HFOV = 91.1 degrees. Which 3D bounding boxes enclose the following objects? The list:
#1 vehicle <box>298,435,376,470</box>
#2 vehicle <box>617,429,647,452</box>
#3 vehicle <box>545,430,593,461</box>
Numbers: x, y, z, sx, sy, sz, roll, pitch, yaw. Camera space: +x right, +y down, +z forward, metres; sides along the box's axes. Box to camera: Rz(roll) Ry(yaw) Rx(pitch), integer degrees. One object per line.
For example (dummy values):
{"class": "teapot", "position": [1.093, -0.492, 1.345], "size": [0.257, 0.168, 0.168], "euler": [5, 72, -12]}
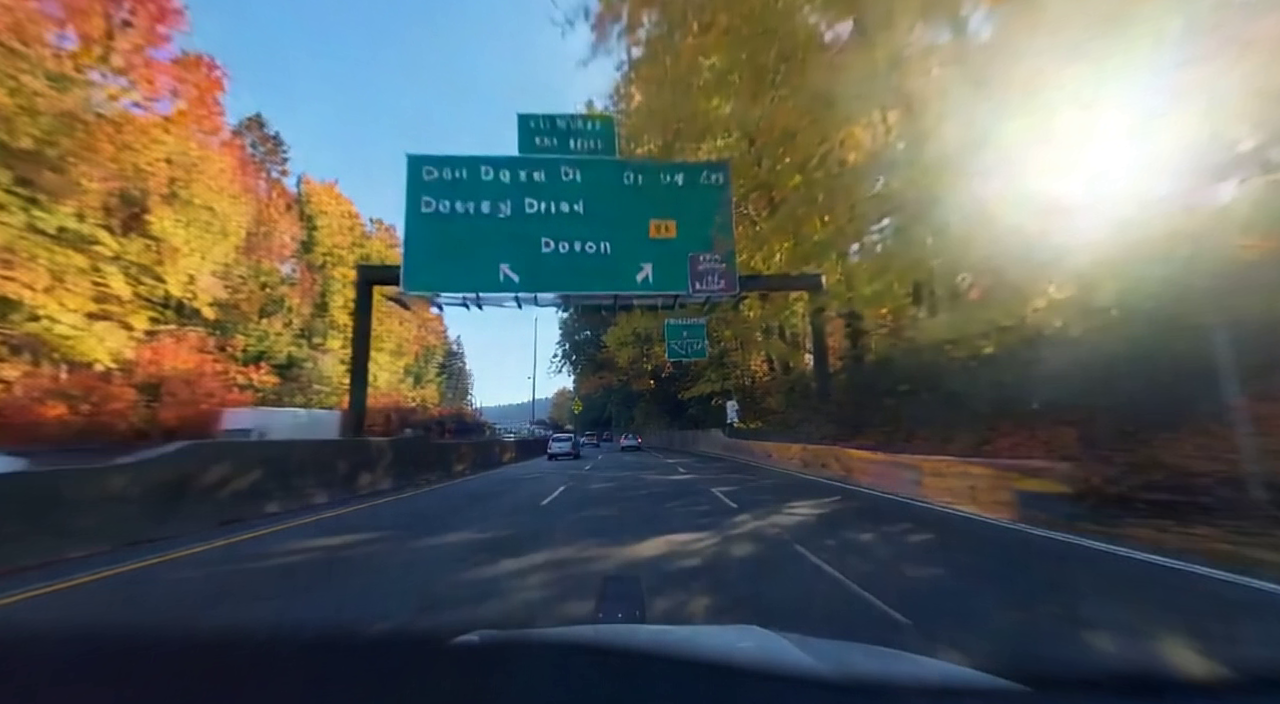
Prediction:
{"class": "vehicle", "position": [-15.471, 5.113, 32.352], "size": [1.923, 1.674, 4.216], "euler": [0, -8, 0]}
{"class": "vehicle", "position": [-0.603, 6.398, 45.470], "size": [2.054, 1.609, 3.859], "euler": [0, -8, -1]}
{"class": "vehicle", "position": [-3.592, 4.828, 32.655], "size": [1.989, 1.497, 4.645], "euler": [0, -8, 0]}
